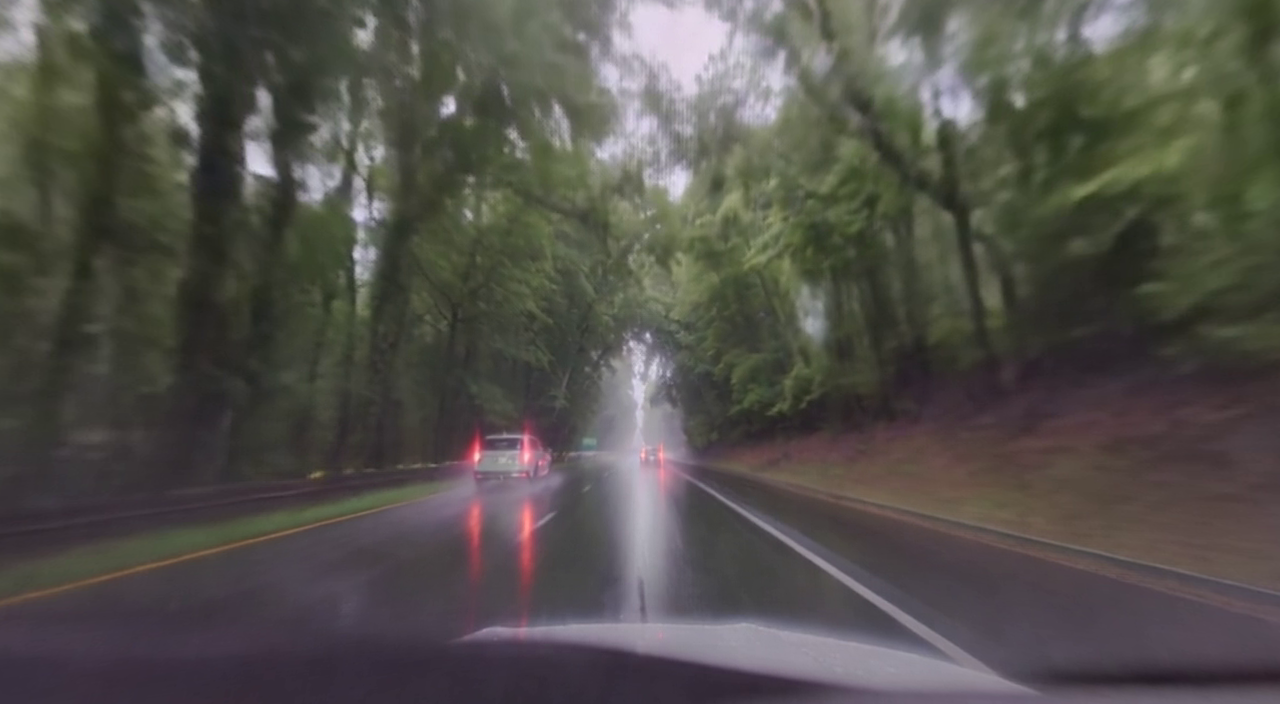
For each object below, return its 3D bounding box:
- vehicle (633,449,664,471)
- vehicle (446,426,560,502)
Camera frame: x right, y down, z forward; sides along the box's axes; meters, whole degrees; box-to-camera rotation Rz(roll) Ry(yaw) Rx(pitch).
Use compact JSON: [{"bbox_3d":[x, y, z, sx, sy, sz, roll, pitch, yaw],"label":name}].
[{"bbox_3d":[0.601,7.468,43.846,2.046,1.452,4.407,0,-9,0],"label":"vehicle"},{"bbox_3d":[-4.008,3.395,19.538,2.418,2.049,4.930,0,-9,0],"label":"vehicle"}]
